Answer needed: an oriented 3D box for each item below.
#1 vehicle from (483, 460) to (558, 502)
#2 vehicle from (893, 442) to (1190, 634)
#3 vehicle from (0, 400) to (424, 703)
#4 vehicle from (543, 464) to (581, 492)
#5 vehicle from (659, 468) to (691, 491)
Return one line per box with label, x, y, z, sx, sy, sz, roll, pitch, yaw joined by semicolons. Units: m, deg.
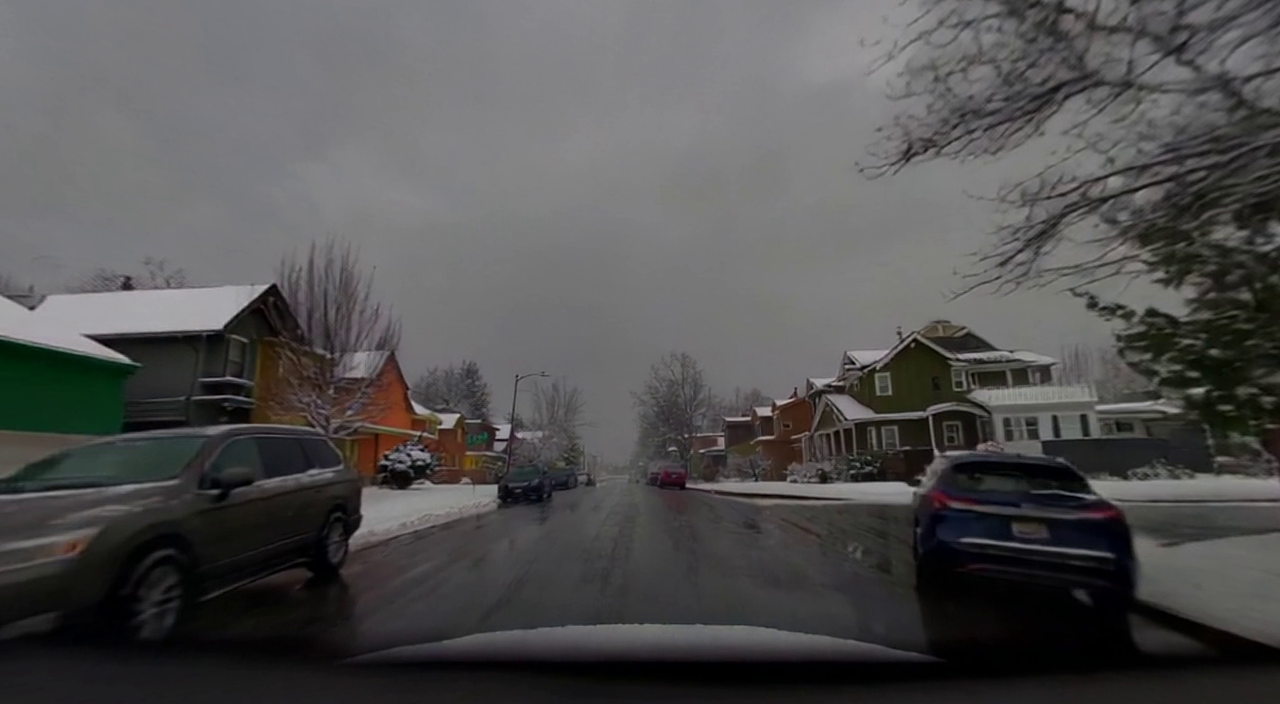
vehicle;-4.663;5.105;25.322;2.080;1.471;4.638;1;-10;0
vehicle;4.543;1.902;7.719;2.139;1.533;4.676;-5;-10;27
vehicle;-4.198;1.417;6.132;2.131;1.851;5.650;0;-4;1
vehicle;-4.874;7.963;39.995;2.020;1.470;5.300;0;-9;-3
vehicle;2.542;9.378;46.572;1.888;1.484;4.476;0;-9;-2
